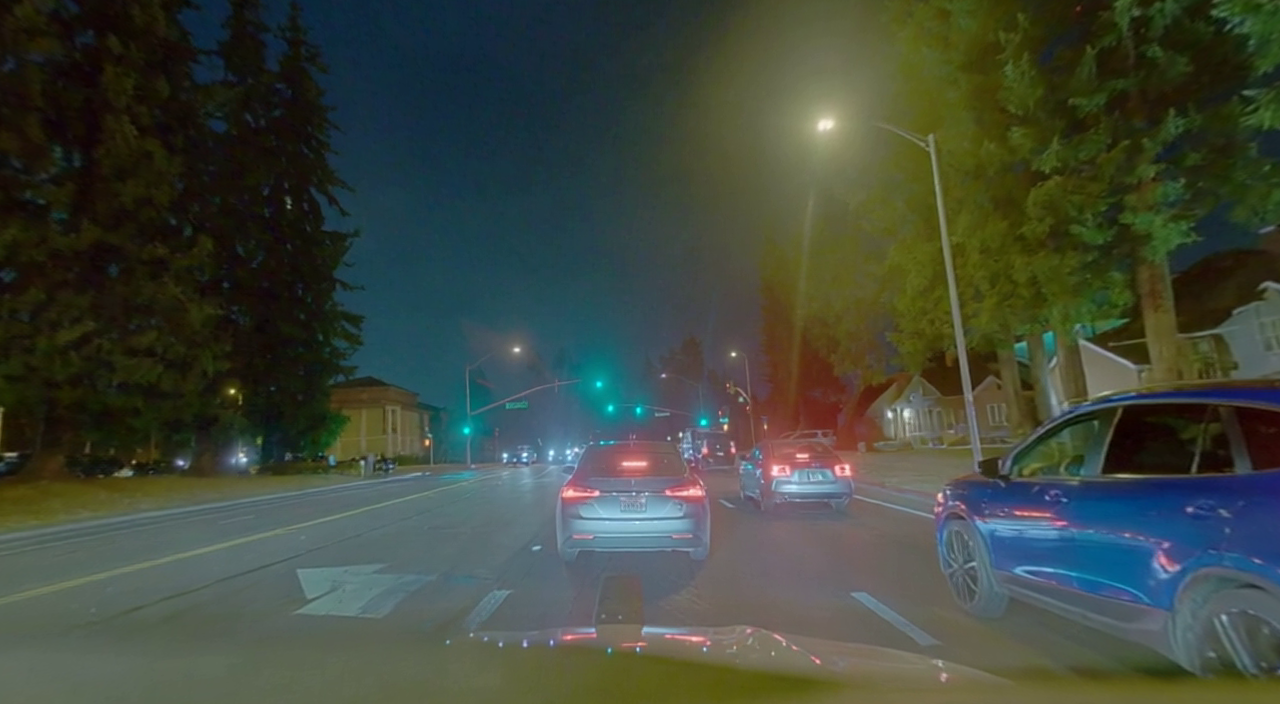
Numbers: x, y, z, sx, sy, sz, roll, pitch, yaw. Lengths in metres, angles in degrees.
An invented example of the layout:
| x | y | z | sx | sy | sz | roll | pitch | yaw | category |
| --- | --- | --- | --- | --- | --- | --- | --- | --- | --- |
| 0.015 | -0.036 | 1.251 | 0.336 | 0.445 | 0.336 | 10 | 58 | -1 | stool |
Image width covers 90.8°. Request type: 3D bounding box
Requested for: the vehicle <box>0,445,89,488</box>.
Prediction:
| x | y | z | sx | sy | sz | roll | pitch | yaw | category |
| --- | --- | --- | --- | --- | --- | --- | --- | --- | --- |
| -22.580 | 4.083 | 22.625 | 4.092 | 1.438 | 1.639 | -1 | -8 | 1 | vehicle |

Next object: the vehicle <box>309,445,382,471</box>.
| x | y | z | sx | sy | sz | roll | pitch | yaw | category |
| --- | --- | --- | --- | --- | --- | --- | --- | --- | --- |
| -19.890 | 7.154 | 42.780 | 3.957 | 1.630 | 1.881 | 0 | -8 | 0 | vehicle |

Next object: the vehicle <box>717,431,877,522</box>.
| x | y | z | sx | sy | sz | roll | pitch | yaw | category |
| --- | --- | --- | --- | --- | --- | --- | --- | --- | --- |
| 2.940 | 2.453 | 13.033 | 1.971 | 1.517 | 4.521 | 0 | -8 | -2 | vehicle |

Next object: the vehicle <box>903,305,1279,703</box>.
| x | y | z | sx | sy | sz | roll | pitch | yaw | category |
| --- | --- | --- | --- | --- | --- | --- | --- | --- | --- |
| 3.359 | 0.867 | 3.356 | 2.006 | 1.766 | 4.345 | 0 | -8 | 0 | vehicle |

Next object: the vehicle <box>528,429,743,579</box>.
| x | y | z | sx | sy | sz | roll | pitch | yaw | category |
| --- | --- | --- | --- | --- | --- | --- | --- | --- | --- |
| -0.099 | 1.855 | 8.575 | 2.186 | 1.500 | 4.141 | 0 | -8 | -1 | vehicle |
